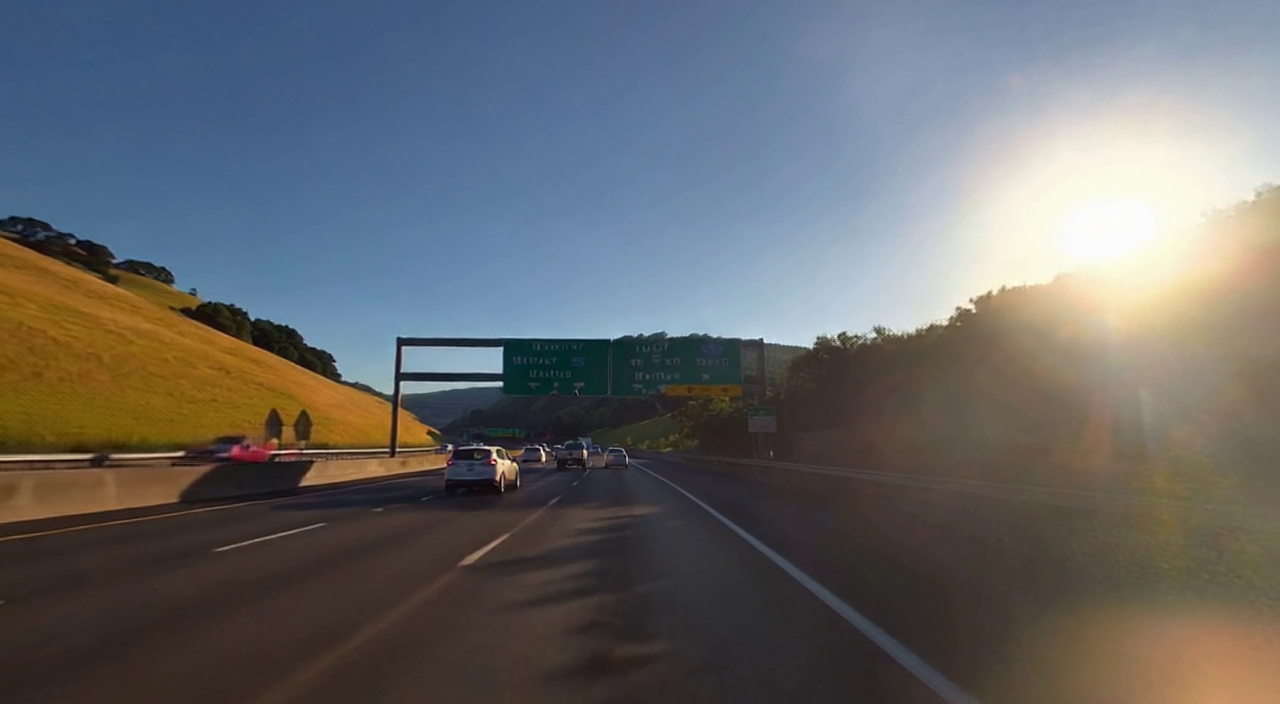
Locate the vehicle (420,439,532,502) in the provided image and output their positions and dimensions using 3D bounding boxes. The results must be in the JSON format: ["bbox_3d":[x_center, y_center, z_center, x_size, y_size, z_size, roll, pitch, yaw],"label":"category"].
[{"bbox_3d":[-4.664,3.436,18.650,2.208,1.619,4.162,0,-9,-1],"label":"vehicle"}]

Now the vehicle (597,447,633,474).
[{"bbox_3d":[-1.486,6.245,36.487,1.988,1.440,4.201,0,-9,-3],"label":"vehicle"}]

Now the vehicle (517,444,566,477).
[{"bbox_3d":[-5.241,5.819,34.085,2.118,1.624,4.032,0,-9,-1],"label":"vehicle"}]
